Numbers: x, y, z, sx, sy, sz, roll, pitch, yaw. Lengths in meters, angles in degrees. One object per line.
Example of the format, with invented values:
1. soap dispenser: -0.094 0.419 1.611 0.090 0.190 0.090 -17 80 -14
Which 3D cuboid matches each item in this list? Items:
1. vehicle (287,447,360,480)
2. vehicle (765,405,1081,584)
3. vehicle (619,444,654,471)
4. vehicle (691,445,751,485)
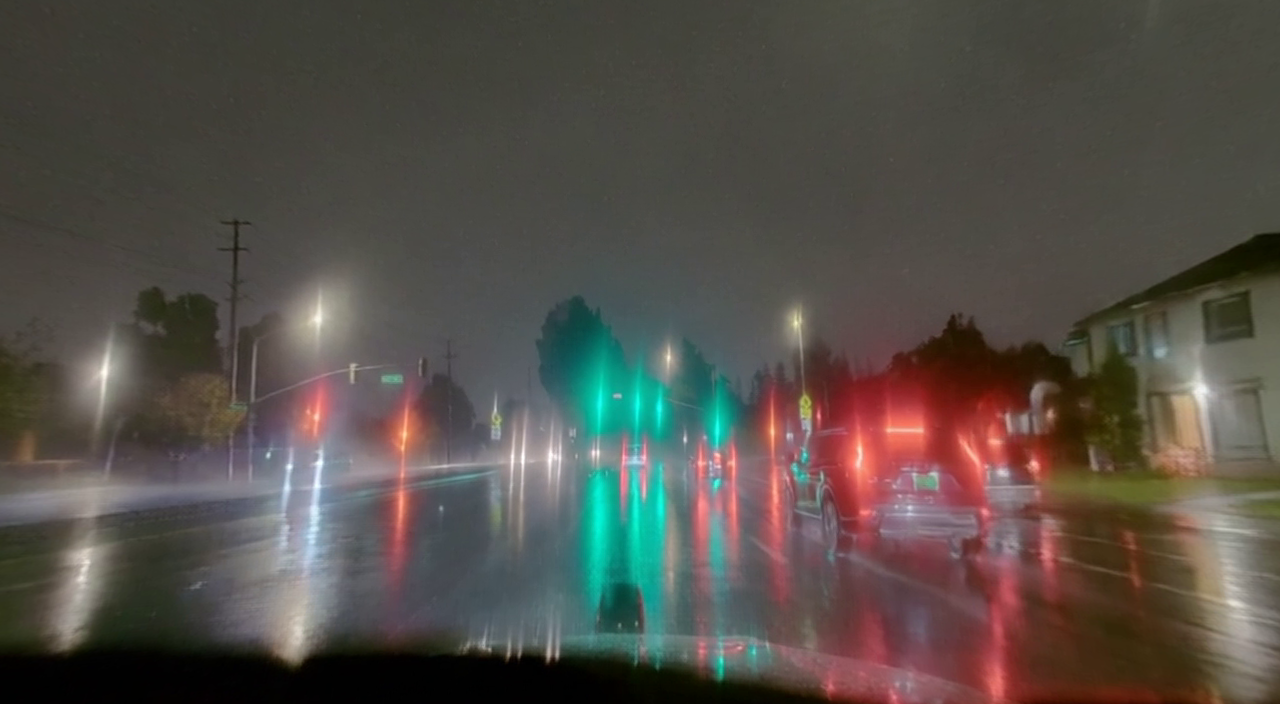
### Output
1. vehicle: -18.823 6.630 37.691 2.071 1.746 4.444 -2 -9 -1
2. vehicle: 3.269 1.763 8.620 2.129 1.761 4.610 0 -9 -1
3. vehicle: -0.258 6.850 41.066 2.146 1.685 4.003 0 -9 -1
4. vehicle: 3.196 4.540 25.617 1.889 1.451 4.180 0 -9 0
